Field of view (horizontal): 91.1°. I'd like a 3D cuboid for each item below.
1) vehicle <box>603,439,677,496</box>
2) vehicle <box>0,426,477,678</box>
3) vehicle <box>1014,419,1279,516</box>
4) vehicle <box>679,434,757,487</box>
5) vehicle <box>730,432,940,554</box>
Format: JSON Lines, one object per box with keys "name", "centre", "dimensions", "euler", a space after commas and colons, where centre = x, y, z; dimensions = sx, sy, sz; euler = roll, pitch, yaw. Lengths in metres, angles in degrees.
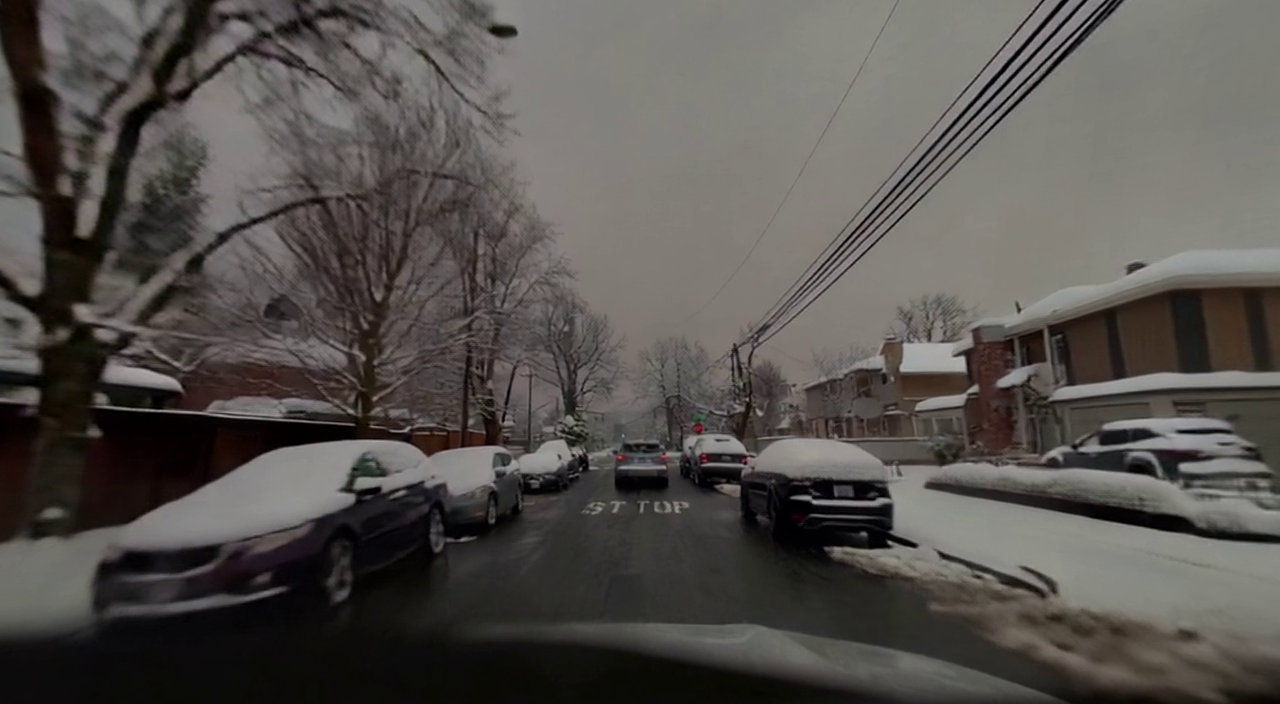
{"name": "vehicle", "centre": [-0.027, 3.428, 18.986], "dimensions": [2.010, 1.499, 4.107], "euler": [0, -9, -1]}
{"name": "vehicle", "centre": [-3.117, 1.561, 6.097], "dimensions": [1.877, 1.521, 4.348], "euler": [0, -9, 0]}
{"name": "vehicle", "centre": [9.860, 2.177, 12.293], "dimensions": [1.929, 1.517, 4.494], "euler": [1, -9, -7]}
{"name": "vehicle", "centre": [2.626, 3.829, 22.400], "dimensions": [2.136, 1.650, 4.837], "euler": [0, -9, -1]}
{"name": "vehicle", "centre": [2.859, 2.168, 10.373], "dimensions": [1.967, 1.563, 4.237], "euler": [0, -9, -2]}
